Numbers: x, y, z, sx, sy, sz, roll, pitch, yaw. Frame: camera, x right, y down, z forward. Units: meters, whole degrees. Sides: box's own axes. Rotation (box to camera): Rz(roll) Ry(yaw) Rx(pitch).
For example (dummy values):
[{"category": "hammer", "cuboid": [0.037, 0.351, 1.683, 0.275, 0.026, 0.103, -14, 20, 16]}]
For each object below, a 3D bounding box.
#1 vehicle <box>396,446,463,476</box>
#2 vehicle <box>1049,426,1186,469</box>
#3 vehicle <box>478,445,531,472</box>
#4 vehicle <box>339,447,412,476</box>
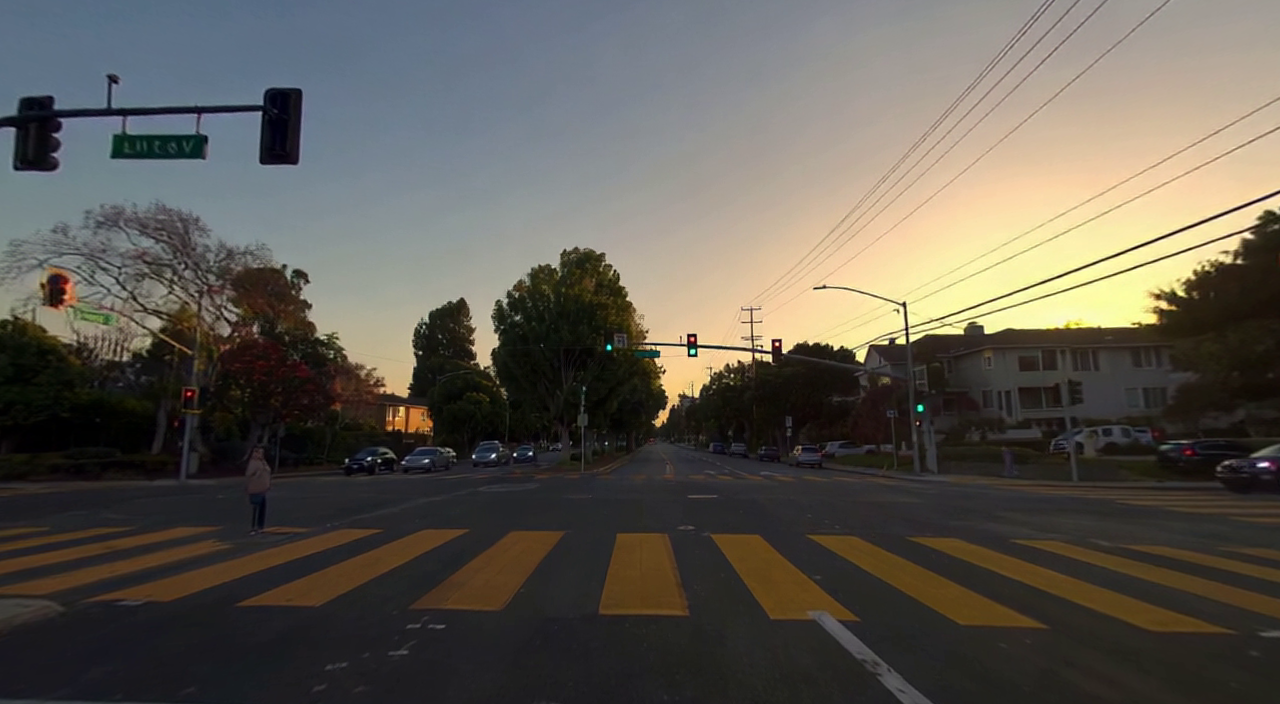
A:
[{"category": "vehicle", "cuboid": [-10.991, 5.680, 33.219, 2.007, 1.451, 4.242, 0, -8, 1]}, {"category": "vehicle", "cuboid": [25.261, 5.105, 33.675, 2.177, 2.086, 5.514, 2, -9, -14]}, {"category": "vehicle", "cuboid": [-7.686, 6.040, 36.086, 1.958, 1.415, 4.312, 0, -8, 2]}, {"category": "vehicle", "cuboid": [-14.618, 6.050, 35.115, 2.035, 1.470, 4.677, 0, -8, 0]}]
